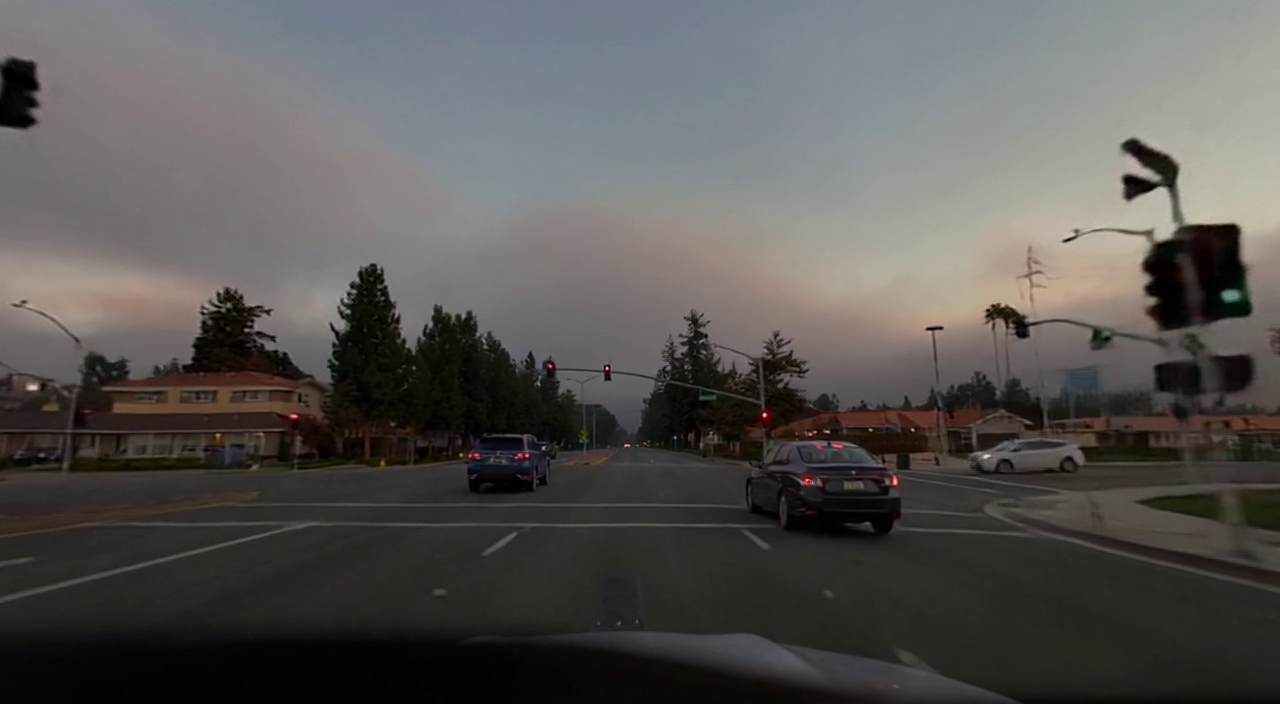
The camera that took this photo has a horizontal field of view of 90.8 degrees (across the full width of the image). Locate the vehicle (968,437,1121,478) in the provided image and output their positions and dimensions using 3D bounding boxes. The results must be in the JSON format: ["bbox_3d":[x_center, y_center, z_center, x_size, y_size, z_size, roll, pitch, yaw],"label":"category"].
[{"bbox_3d":[19.988,5.223,31.415,5.886,1.798,2.407,-1,-9,0],"label":"vehicle"}]

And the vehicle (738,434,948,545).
[{"bbox_3d":[3.174,2.256,11.140,1.975,1.502,4.787,0,-9,-2],"label":"vehicle"}]

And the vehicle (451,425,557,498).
[{"bbox_3d":[-3.705,3.085,18.137,1.997,1.806,4.500,0,-9,1],"label":"vehicle"}]

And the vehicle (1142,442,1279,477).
[{"bbox_3d":[27.938,5.246,31.032,4.874,1.625,1.930,0,-9,0],"label":"vehicle"}]
